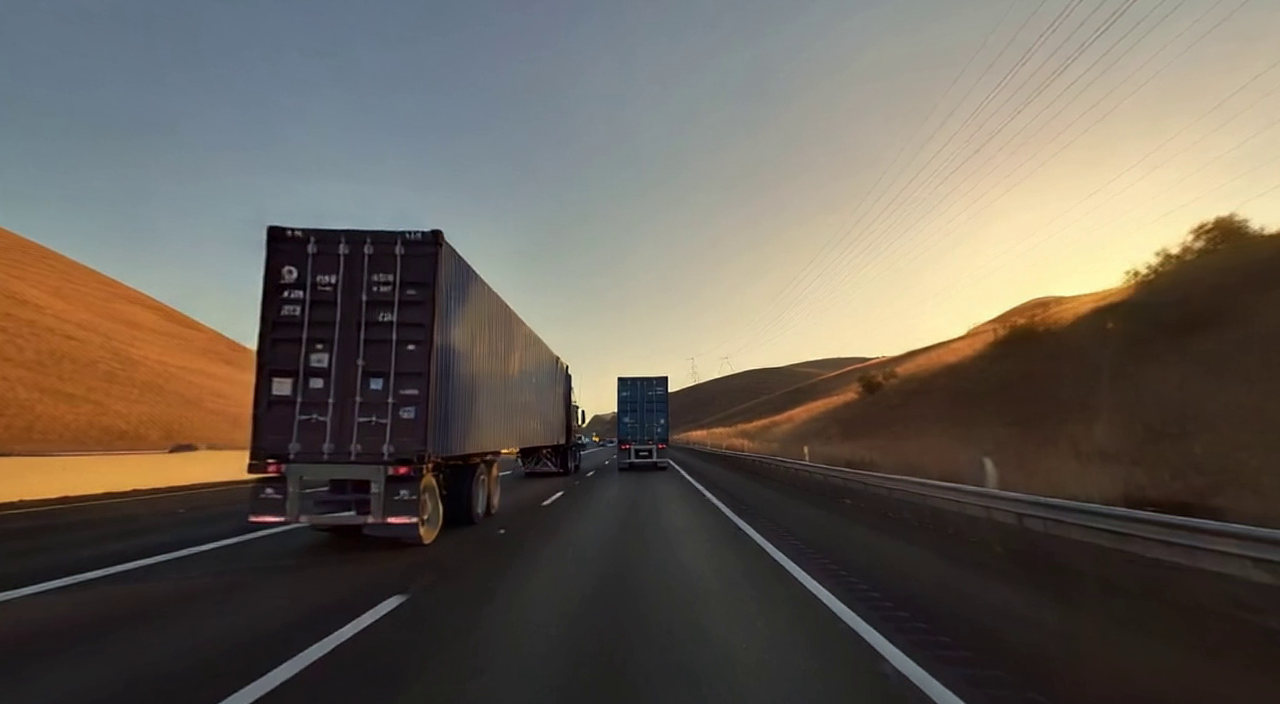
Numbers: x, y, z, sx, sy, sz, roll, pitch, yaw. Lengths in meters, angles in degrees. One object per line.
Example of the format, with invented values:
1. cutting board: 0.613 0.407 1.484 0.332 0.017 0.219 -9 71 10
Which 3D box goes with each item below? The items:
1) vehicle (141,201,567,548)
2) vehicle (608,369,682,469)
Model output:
1. vehicle: -4.069 1.160 14.189 3.065 4.105 13.706 0 -8 1
2. vehicle: 0.114 3.586 31.792 3.006 4.120 11.586 0 -8 -1
